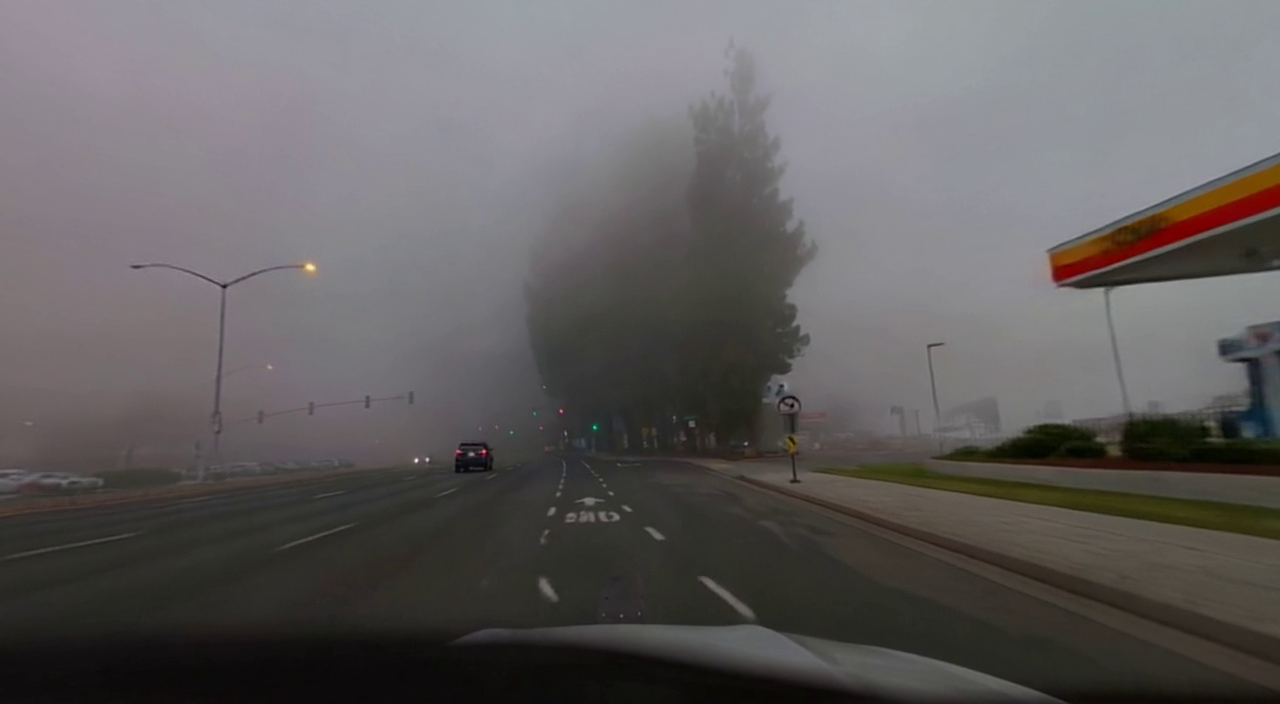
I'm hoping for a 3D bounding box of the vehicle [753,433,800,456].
[{"bbox_3d":[9.660,6.597,45.050,2.076,1.505,4.770,-1,-8,-2],"label":"vehicle"}]

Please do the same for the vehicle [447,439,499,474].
[{"bbox_3d":[-9.128,5.743,34.867,1.985,1.772,4.479,0,-9,-5],"label":"vehicle"}]
